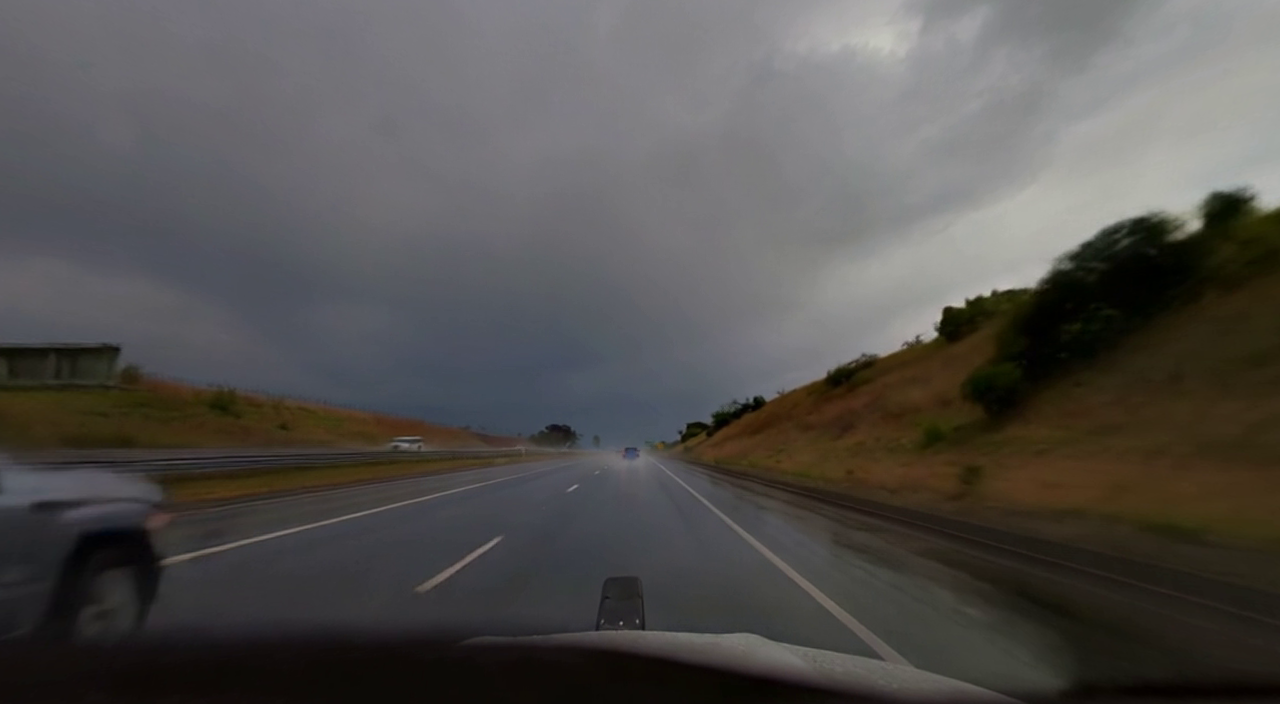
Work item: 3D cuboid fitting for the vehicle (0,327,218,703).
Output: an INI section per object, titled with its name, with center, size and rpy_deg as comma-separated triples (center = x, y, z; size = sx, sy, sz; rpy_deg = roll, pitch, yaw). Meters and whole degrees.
[vehicle]
center = -3.754, 0.642, 1.585
size = 1.942, 1.828, 4.868
rpy_deg = 0, -9, 1
